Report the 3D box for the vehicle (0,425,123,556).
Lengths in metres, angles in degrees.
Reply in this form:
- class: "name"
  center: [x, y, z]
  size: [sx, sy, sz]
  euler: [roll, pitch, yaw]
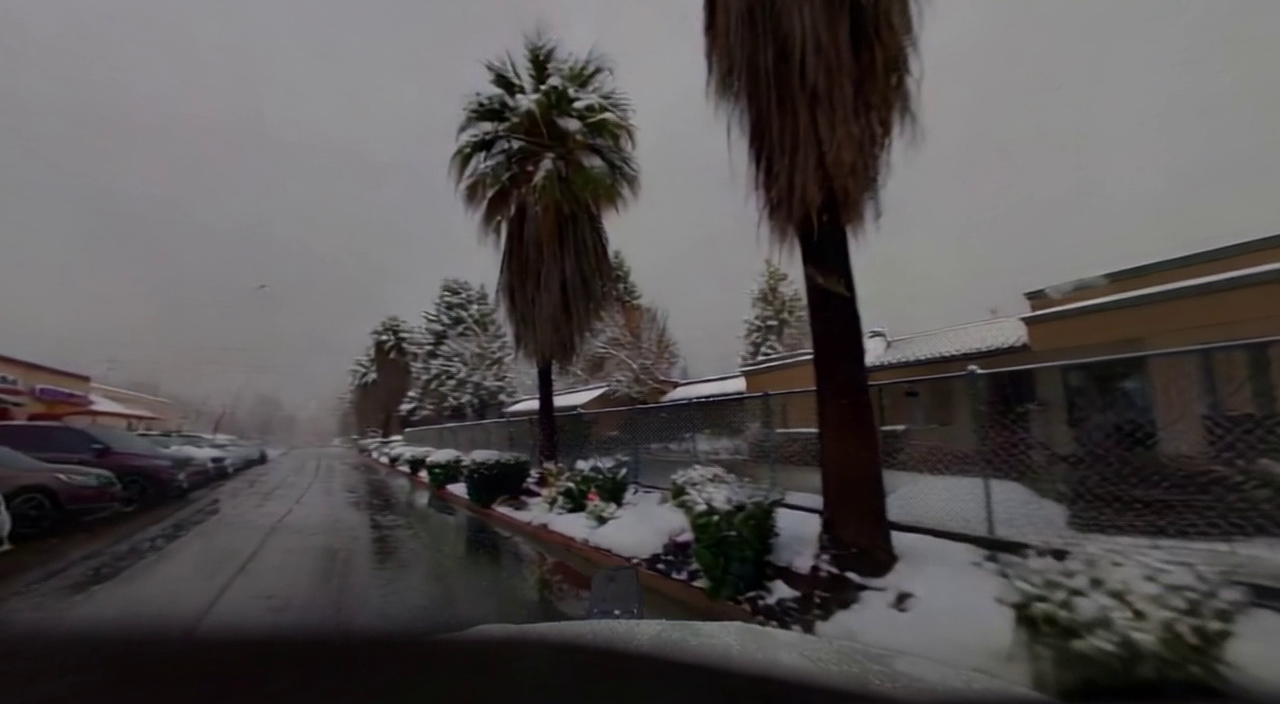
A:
- class: "vehicle"
  center: [-10.297, 1.897, 8.786]
  size: [4.304, 1.718, 1.936]
  euler: [4, -9, -23]
